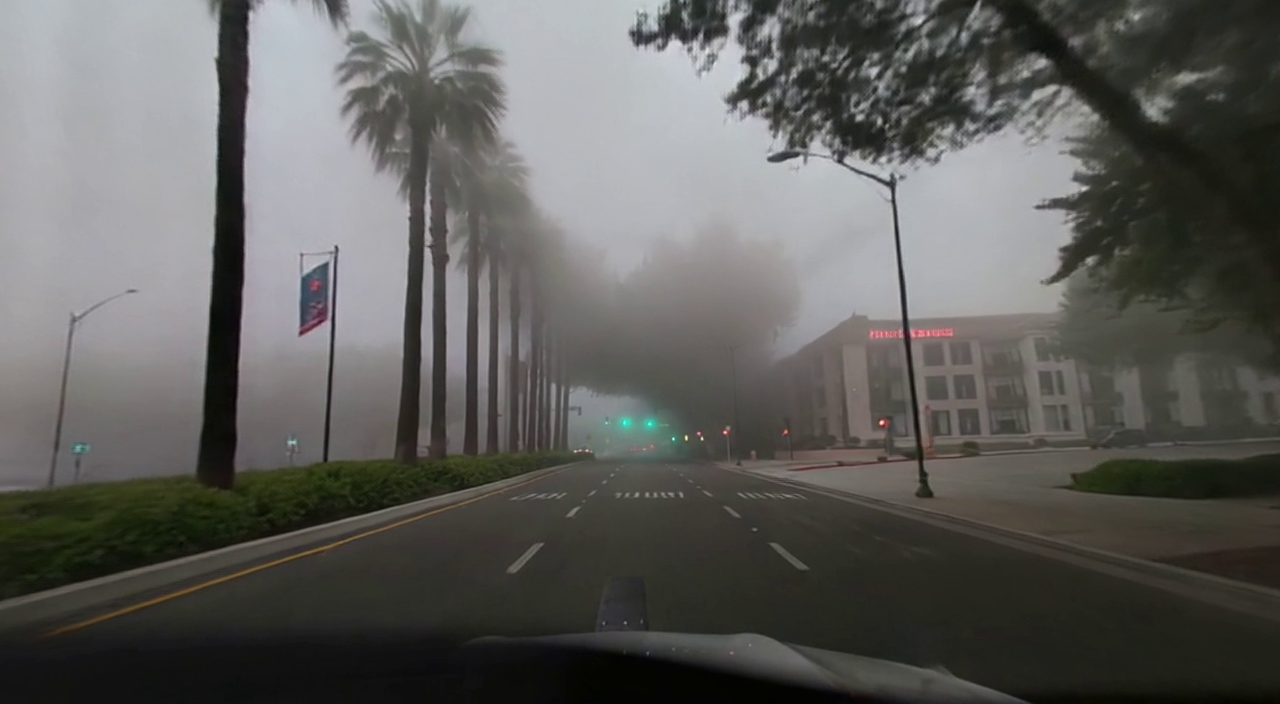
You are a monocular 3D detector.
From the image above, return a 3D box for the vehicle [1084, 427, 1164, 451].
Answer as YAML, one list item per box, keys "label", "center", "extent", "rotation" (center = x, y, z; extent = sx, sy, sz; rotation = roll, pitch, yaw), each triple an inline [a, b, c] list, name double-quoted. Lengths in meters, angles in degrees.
- label: "vehicle"
  center: [34.517, 6.265, 45.161]
  extent: [1.820, 1.571, 4.697]
  rotation: [0, -9, -3]
